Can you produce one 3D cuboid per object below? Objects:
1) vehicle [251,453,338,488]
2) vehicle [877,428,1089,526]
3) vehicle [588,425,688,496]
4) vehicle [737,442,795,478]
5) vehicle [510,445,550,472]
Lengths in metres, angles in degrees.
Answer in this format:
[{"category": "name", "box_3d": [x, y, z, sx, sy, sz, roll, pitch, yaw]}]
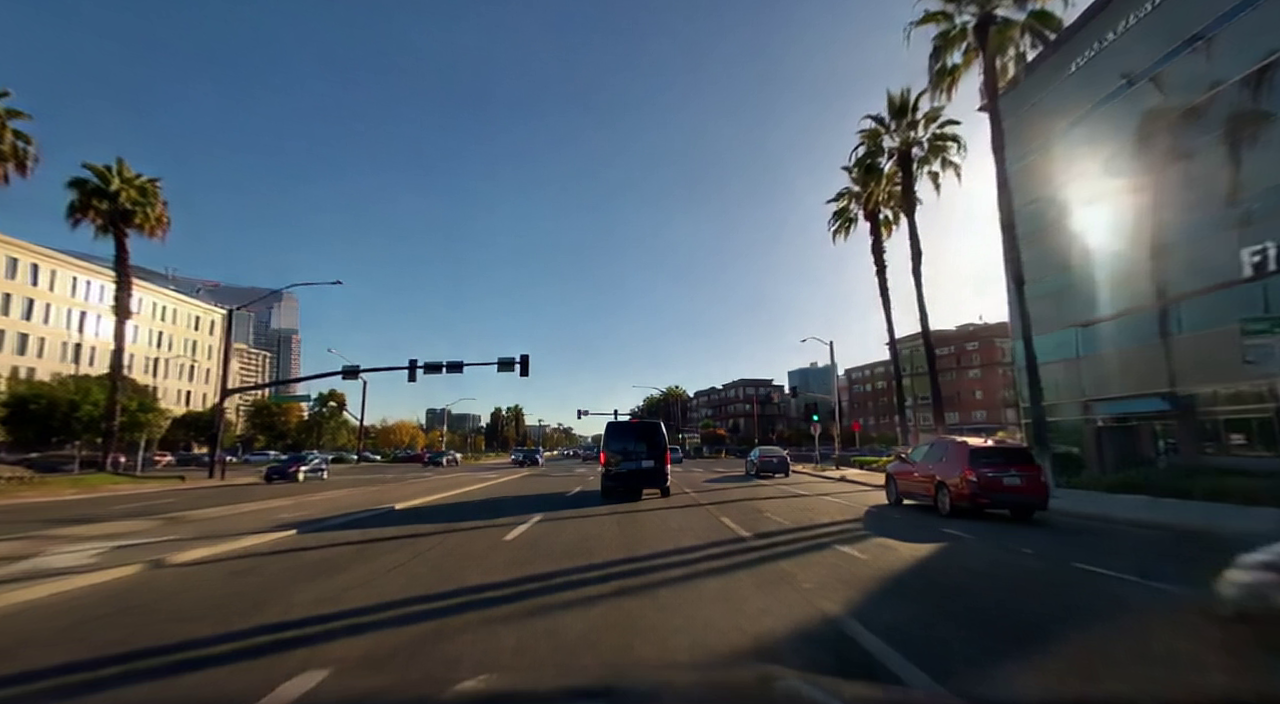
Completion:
[{"category": "vehicle", "box_3d": [-16.589, 5.681, 30.652, 1.953, 1.480, 4.632, 1, -9, -5]}, {"category": "vehicle", "box_3d": [7.146, 2.626, 13.880, 2.023, 1.771, 4.488, 0, -9, -2]}, {"category": "vehicle", "box_3d": [-0.141, 3.521, 20.917, 2.848, 1.991, 5.706, 0, -9, -2]}, {"category": "vehicle", "box_3d": [6.410, 5.535, 32.595, 1.931, 1.692, 4.267, 0, -9, -3]}, {"category": "vehicle", "box_3d": [-7.146, 6.952, 41.363, 2.109, 1.653, 4.681, 0, -9, -5]}]
